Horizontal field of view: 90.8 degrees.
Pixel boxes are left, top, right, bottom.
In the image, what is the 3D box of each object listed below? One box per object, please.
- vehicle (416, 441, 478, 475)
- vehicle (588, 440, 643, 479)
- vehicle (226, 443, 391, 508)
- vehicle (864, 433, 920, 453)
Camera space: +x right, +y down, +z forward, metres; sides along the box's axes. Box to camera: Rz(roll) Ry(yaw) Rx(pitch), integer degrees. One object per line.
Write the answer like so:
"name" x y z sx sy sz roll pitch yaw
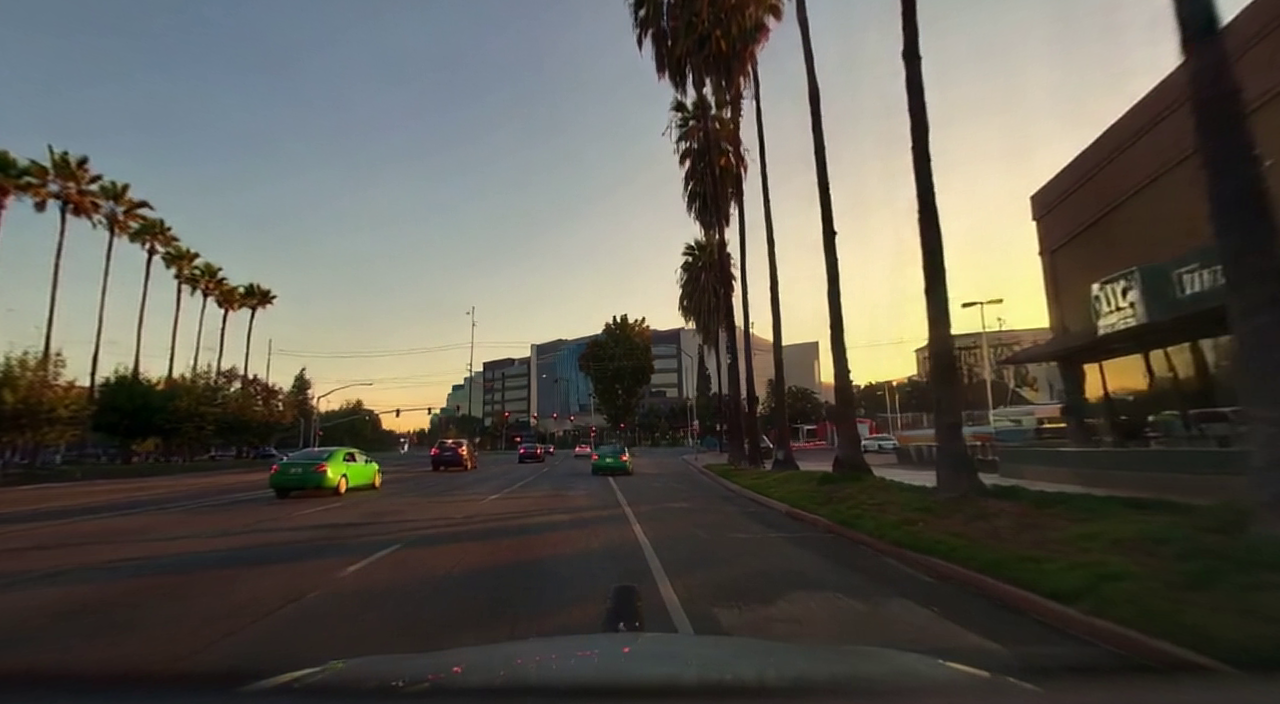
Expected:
"vehicle" -10.292 5.687 34.159 2.108 1.669 5.076 0 -9 -4
"vehicle" -0.973 4.602 27.363 2.070 1.493 4.570 -1 -9 2
"vehicle" -8.553 3.183 16.862 1.958 1.455 4.504 -1 -8 0
"vehicle" 19.227 7.005 48.423 1.882 1.463 4.550 1 -10 -7
